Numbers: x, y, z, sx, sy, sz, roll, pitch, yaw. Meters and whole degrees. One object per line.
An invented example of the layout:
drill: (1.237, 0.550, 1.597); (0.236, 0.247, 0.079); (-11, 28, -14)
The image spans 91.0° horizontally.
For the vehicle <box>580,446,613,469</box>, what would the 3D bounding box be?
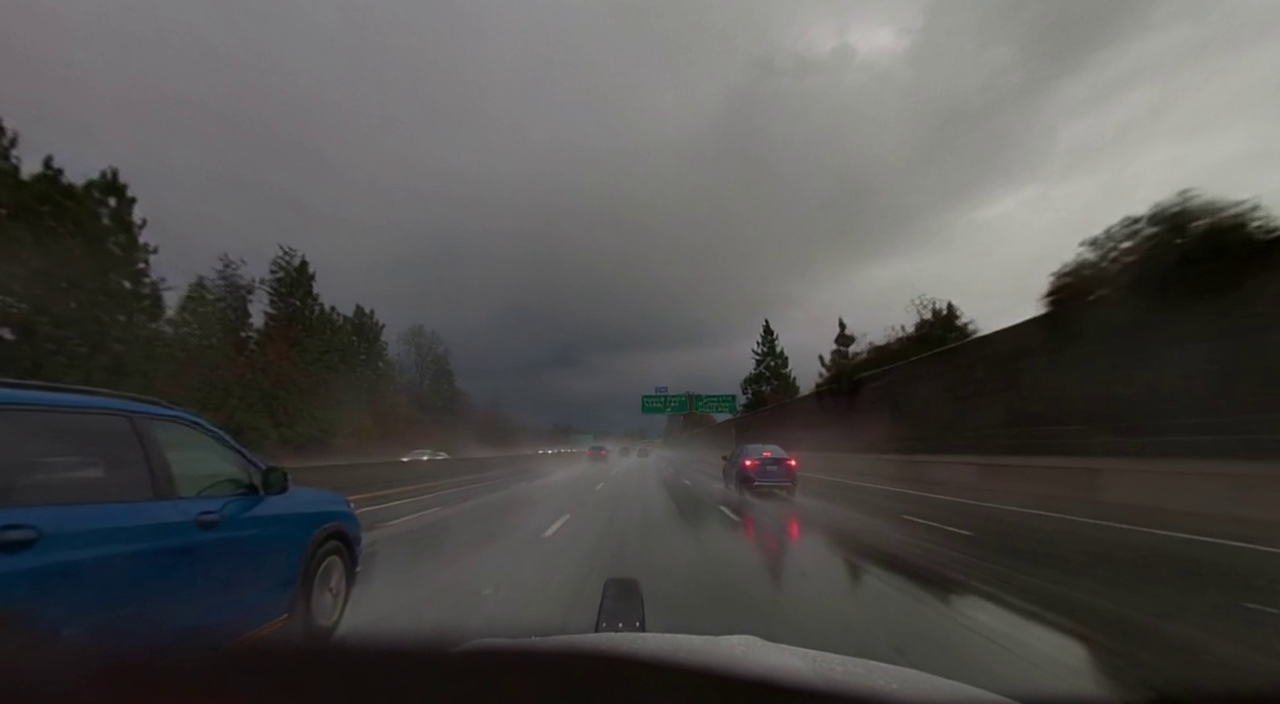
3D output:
vehicle: (-3.129, 7.688, 46.165); (2.030, 1.563, 4.389); (0, -9, 0)

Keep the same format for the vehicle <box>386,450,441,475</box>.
vehicle: (-14.884, 7.291, 41.646); (1.849, 1.513, 4.565); (0, -9, 1)

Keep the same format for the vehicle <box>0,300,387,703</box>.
vehicle: (-3.153, 0.835, 2.851); (2.137, 1.756, 4.453); (0, -9, 0)

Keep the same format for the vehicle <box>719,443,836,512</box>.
vehicle: (3.267, 3.061, 15.906); (1.979, 1.486, 4.125); (0, -9, -1)
